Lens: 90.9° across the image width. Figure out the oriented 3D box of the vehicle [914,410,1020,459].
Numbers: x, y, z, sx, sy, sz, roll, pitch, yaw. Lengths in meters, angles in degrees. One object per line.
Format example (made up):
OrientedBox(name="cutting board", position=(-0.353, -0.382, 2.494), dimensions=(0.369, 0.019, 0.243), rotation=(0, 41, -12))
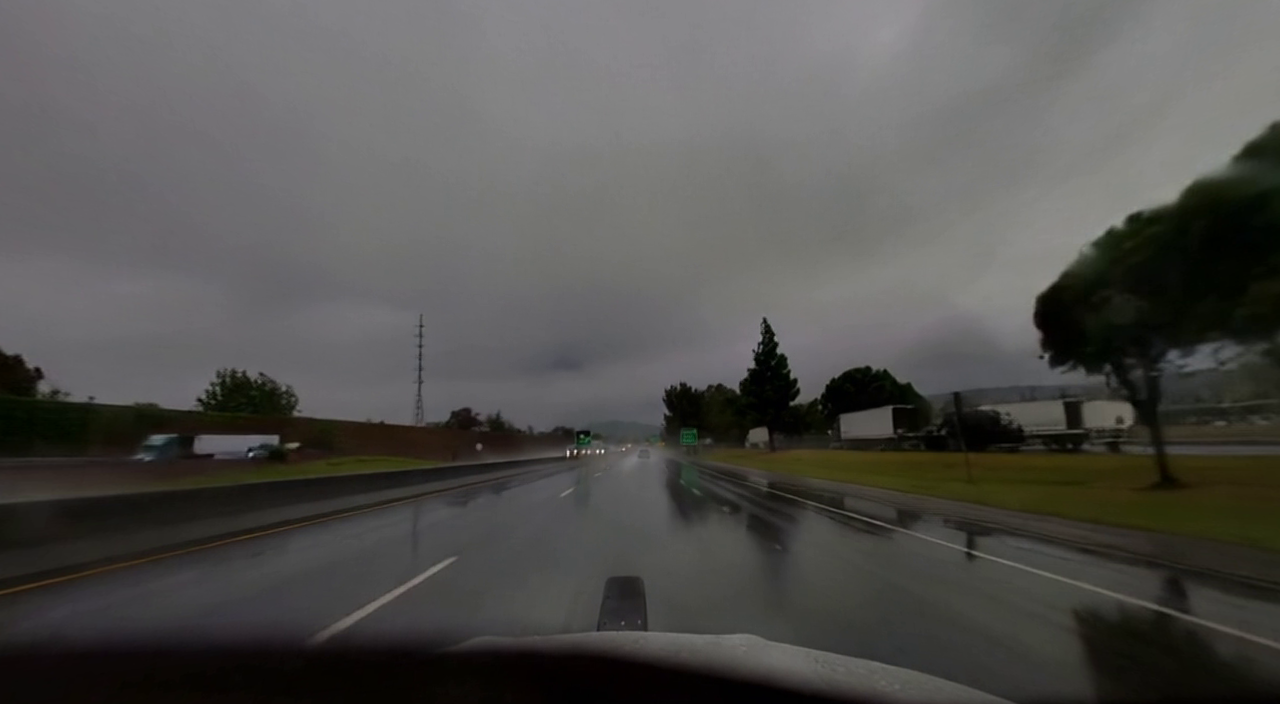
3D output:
OrientedBox(name="vehicle", position=(20.786, 5.420, 40.683), dimensions=(2.558, 2.886, 7.552), rotation=(0, -9, -2))
